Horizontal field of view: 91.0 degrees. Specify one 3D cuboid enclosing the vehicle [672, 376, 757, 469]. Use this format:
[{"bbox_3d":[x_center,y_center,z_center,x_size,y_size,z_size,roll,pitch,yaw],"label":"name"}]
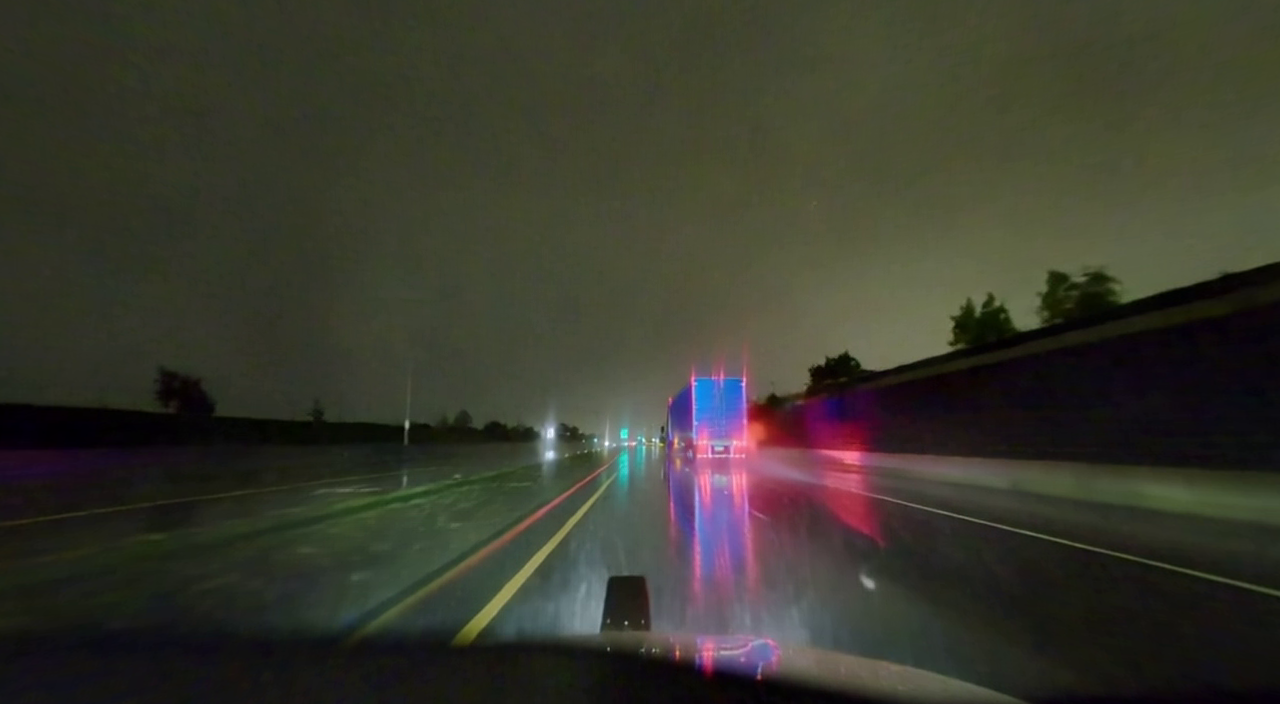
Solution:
[{"bbox_3d":[4.003,4.417,37.817,3.615,4.578,13.539,0,-8,1],"label":"vehicle"}]
